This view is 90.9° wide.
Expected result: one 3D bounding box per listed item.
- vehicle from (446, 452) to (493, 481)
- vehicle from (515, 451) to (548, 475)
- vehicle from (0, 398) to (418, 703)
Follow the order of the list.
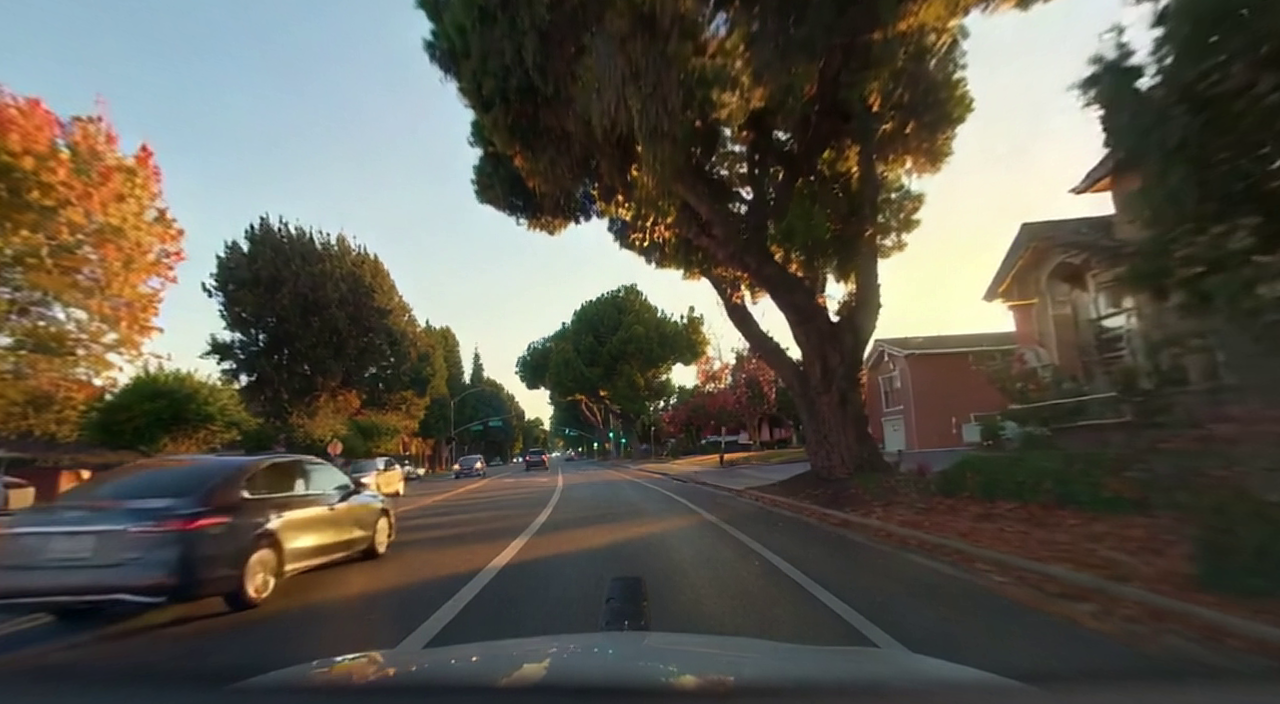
[{"bbox_3d":[-10.529,7.071,39.199,2.087,1.689,4.373,1,-9,-6],"label":"vehicle"},{"bbox_3d":[-7.589,7.780,44.371,2.060,1.530,4.121,1,-9,-6],"label":"vehicle"},{"bbox_3d":[-3.886,1.449,5.670,2.084,1.701,4.734,0,-9,0],"label":"vehicle"}]
